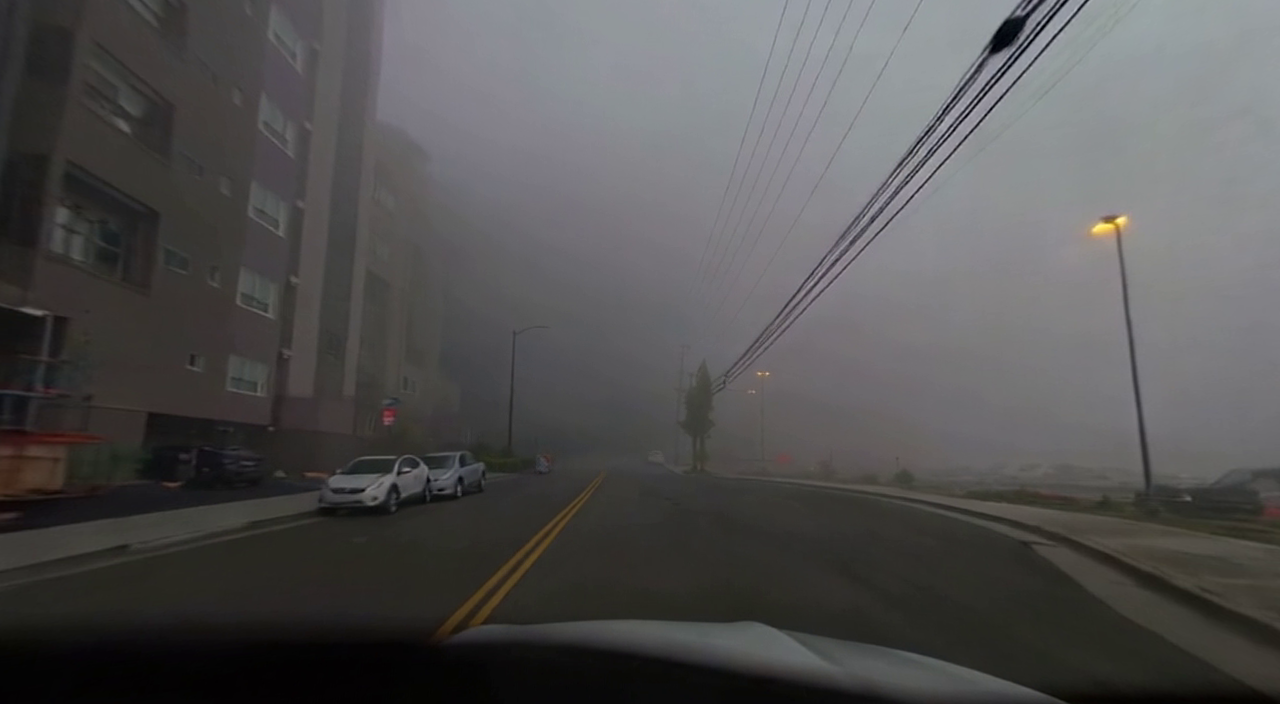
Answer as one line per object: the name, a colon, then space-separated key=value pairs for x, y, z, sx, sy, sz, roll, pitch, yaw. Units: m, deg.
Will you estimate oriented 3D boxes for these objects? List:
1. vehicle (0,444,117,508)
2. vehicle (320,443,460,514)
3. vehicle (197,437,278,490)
vehicle: x=-15.421 y=2.924 z=14.938 sx=4.041 sy=1.426 sz=2.120 roll=5 pitch=-11 yaw=-23
vehicle: x=-6.572 y=3.347 z=17.235 sx=1.998 sy=1.633 sz=4.673 roll=0 pitch=-9 yaw=-1
vehicle: x=-13.817 y=3.820 z=21.894 sx=1.998 sy=1.576 sz=5.203 roll=5 pitch=-10 yaw=-29
